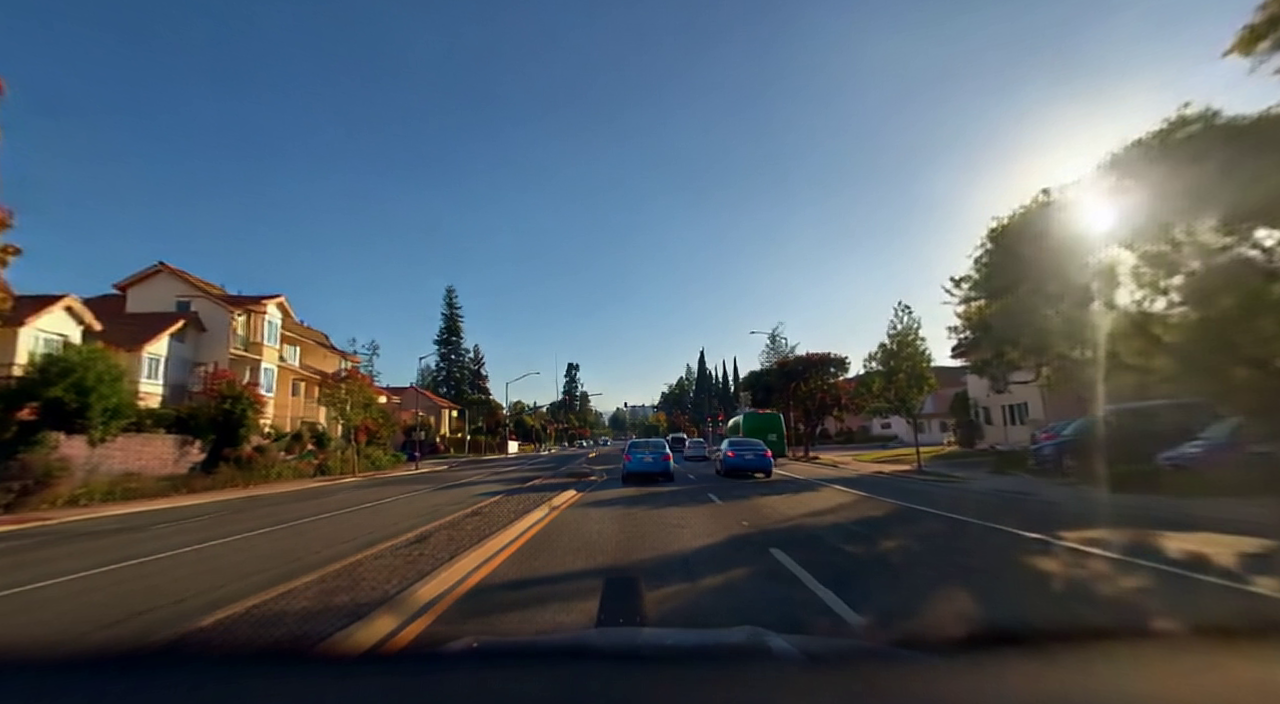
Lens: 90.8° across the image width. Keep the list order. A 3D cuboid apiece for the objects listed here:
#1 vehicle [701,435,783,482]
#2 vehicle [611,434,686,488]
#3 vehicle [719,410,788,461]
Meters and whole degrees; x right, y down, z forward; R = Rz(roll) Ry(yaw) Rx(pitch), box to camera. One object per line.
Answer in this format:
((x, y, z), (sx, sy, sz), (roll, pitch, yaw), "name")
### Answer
((3.550, 3.816, 22.869), (2.161, 1.519, 4.568), (0, -9, 0), "vehicle")
((0.236, 3.339, 19.656), (2.093, 1.497, 4.010), (0, -9, 0), "vehicle")
((7.951, 6.234, 46.246), (2.940, 3.202, 12.480), (0, -9, 1), "vehicle")
